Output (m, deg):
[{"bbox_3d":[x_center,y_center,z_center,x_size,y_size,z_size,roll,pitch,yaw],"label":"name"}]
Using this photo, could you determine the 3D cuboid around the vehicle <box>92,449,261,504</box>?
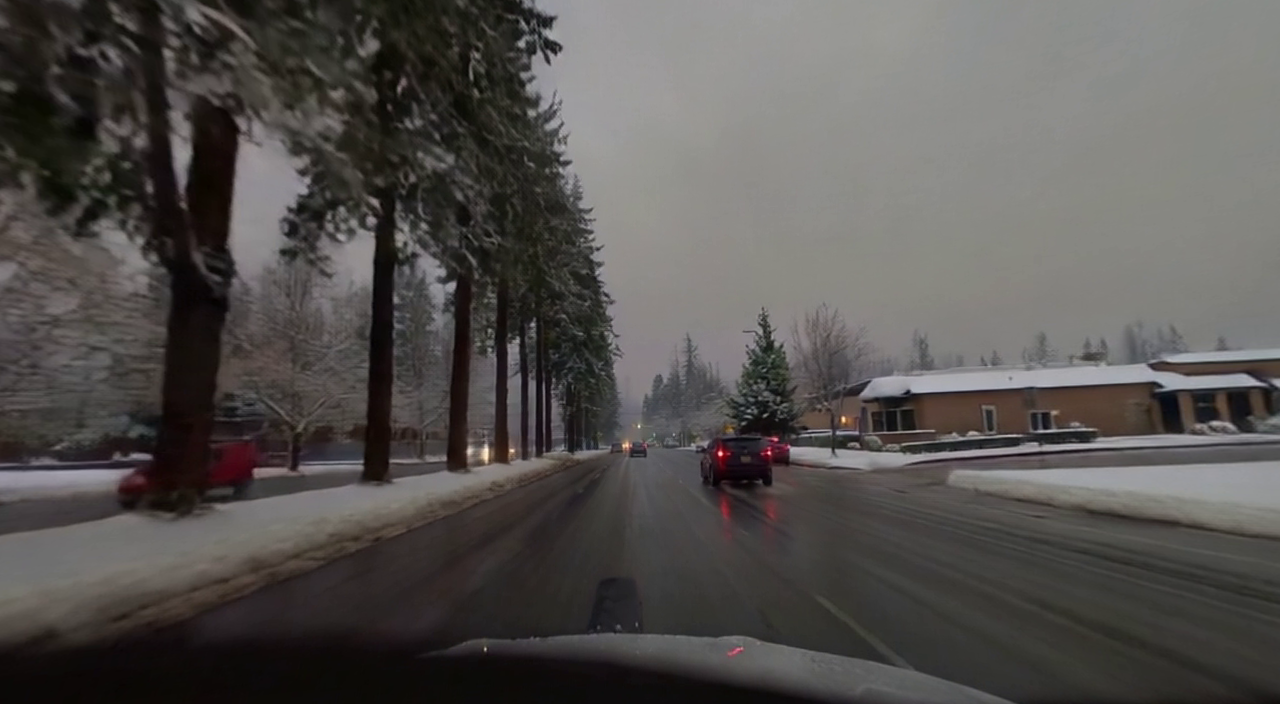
[{"bbox_3d":[-14.288,3.825,19.837,1.862,1.485,4.611,-1,-9,-1],"label":"vehicle"}]

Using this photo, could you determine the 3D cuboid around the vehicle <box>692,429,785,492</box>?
[{"bbox_3d":[2.826,3.244,19.095,2.022,1.656,4.025,-1,-9,-2],"label":"vehicle"}]

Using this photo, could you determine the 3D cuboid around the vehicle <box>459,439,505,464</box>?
[{"bbox_3d":[-11.740,7.434,47.010,2.207,1.745,4.717,-1,-9,0],"label":"vehicle"}]
